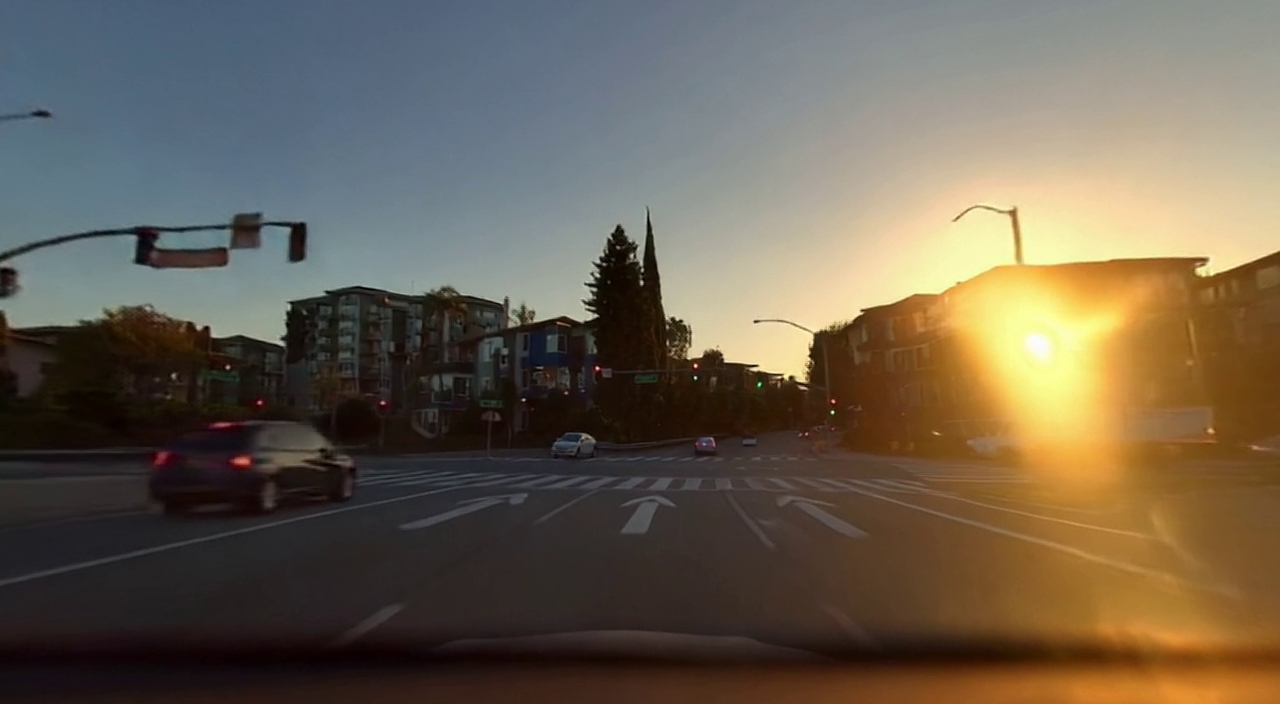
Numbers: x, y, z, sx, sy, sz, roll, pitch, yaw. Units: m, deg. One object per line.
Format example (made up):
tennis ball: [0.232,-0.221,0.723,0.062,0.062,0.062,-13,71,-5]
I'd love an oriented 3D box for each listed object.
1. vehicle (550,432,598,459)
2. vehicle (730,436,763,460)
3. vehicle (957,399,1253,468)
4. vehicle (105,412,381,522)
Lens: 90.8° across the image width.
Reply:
vehicle: [-4.911,7.073,47.560,2.296,1.798,5.303,-4,-9,7]
vehicle: [7.914,7.140,47.067,2.255,1.708,4.328,-2,-9,10]
vehicle: [24.435,4.424,33.958,12.701,3.428,3.061,-1,-9,6]
vehicle: [-7.126,2.128,12.150,2.010,1.686,4.653,-1,-9,4]
